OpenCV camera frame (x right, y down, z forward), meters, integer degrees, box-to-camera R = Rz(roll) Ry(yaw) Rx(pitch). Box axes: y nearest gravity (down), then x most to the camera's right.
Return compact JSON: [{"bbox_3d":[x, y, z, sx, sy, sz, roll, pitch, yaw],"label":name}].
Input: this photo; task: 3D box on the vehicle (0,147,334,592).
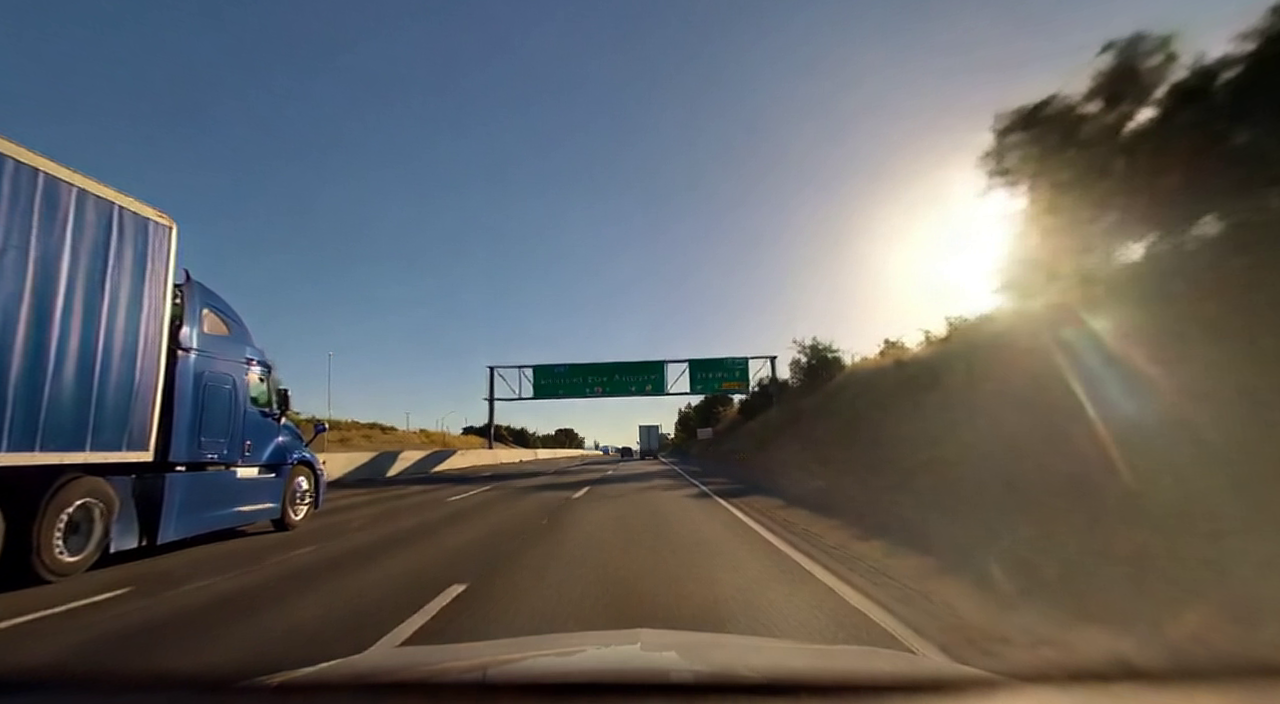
[{"bbox_3d":[-7.192,0.352,6.933,2.996,3.947,8.600,0,-9,2],"label":"vehicle"}]
